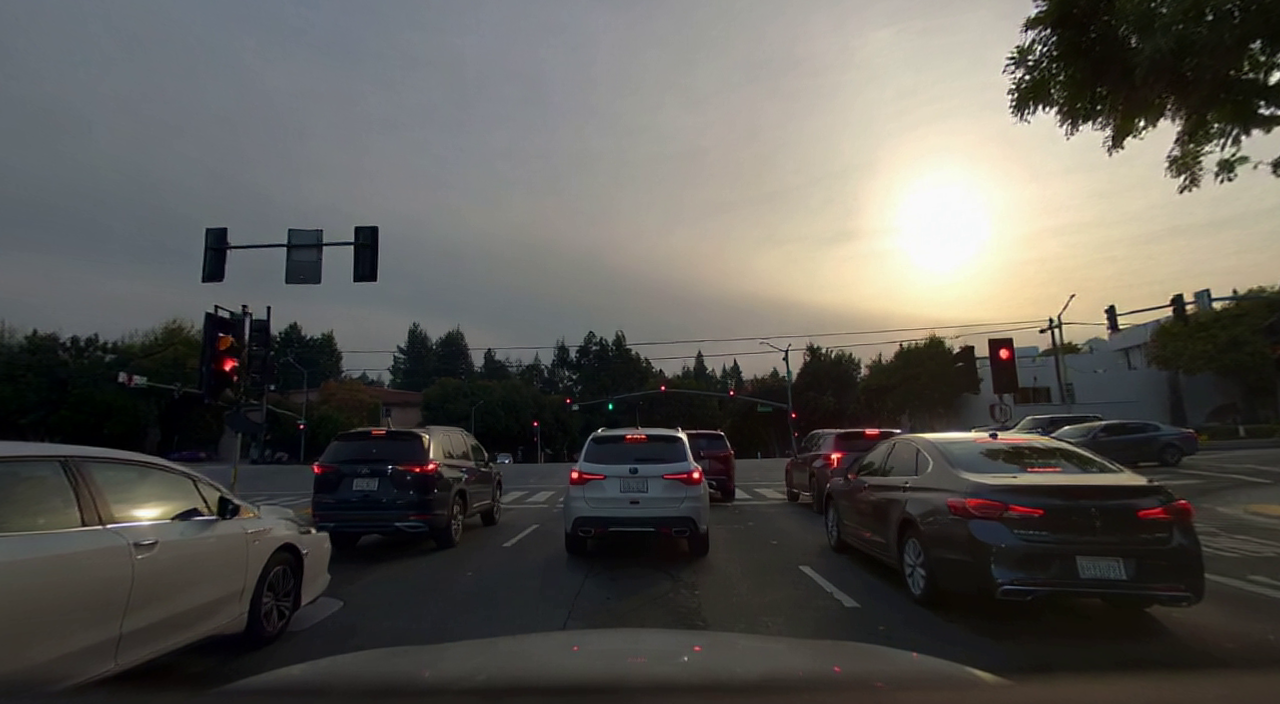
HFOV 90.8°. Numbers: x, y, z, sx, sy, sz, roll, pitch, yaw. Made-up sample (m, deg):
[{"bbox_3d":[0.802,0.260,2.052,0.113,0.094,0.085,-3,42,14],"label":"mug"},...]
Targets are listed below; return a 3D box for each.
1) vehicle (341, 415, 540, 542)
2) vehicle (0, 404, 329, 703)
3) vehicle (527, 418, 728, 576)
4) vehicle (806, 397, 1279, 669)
[{"bbox_3d":[-3.210,2.138,11.312,2.048,1.805,4.405,0,-8,1],"label":"vehicle"},{"bbox_3d":[-3.343,0.954,2.389,1.863,1.495,4.667,0,-8,1],"label":"vehicle"},{"bbox_3d":[-0.098,1.806,8.591,2.106,1.655,3.717,0,-8,1],"label":"vehicle"},{"bbox_3d":[3.226,1.443,6.187,2.006,1.659,4.462,0,-8,1],"label":"vehicle"}]
